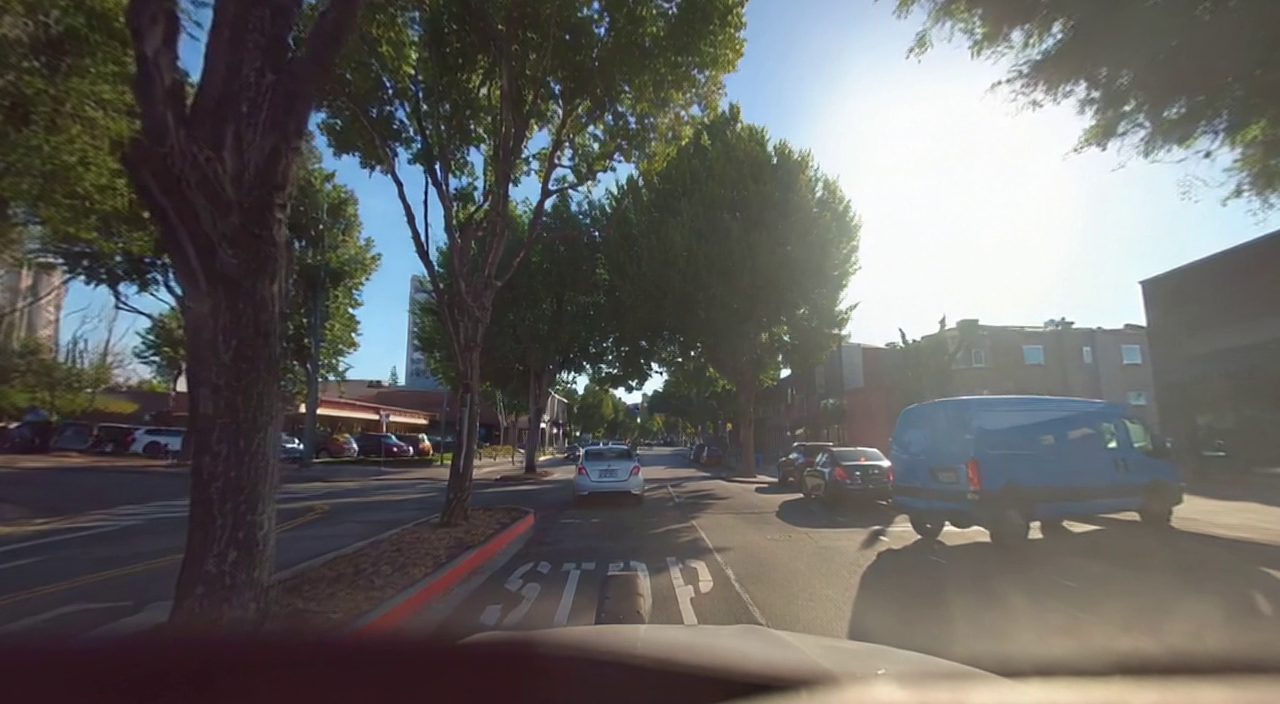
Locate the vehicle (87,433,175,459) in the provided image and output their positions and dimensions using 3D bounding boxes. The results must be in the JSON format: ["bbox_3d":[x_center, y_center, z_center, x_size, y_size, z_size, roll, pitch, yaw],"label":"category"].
[{"bbox_3d":[-31.792,5.862,39.505,3.915,1.574,1.850,0,-9,4],"label":"vehicle"}]

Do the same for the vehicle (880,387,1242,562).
[{"bbox_3d":[6.662,1.821,9.977,5.385,2.146,2.143,4,-9,-25],"label":"vehicle"}]

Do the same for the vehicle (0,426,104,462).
[{"bbox_3d":[-31.775,4.890,33.632,4.438,1.814,2.044,0,-8,-2],"label":"vehicle"}]

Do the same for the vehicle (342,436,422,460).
[{"bbox_3d":[-18.349,6.840,45.165,4.892,1.679,1.927,1,-9,-6],"label":"vehicle"}]

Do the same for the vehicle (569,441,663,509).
[{"bbox_3d":[-0.716,3.036,16.153,2.065,1.450,4.522,1,-9,-5],"label":"vehicle"}]
